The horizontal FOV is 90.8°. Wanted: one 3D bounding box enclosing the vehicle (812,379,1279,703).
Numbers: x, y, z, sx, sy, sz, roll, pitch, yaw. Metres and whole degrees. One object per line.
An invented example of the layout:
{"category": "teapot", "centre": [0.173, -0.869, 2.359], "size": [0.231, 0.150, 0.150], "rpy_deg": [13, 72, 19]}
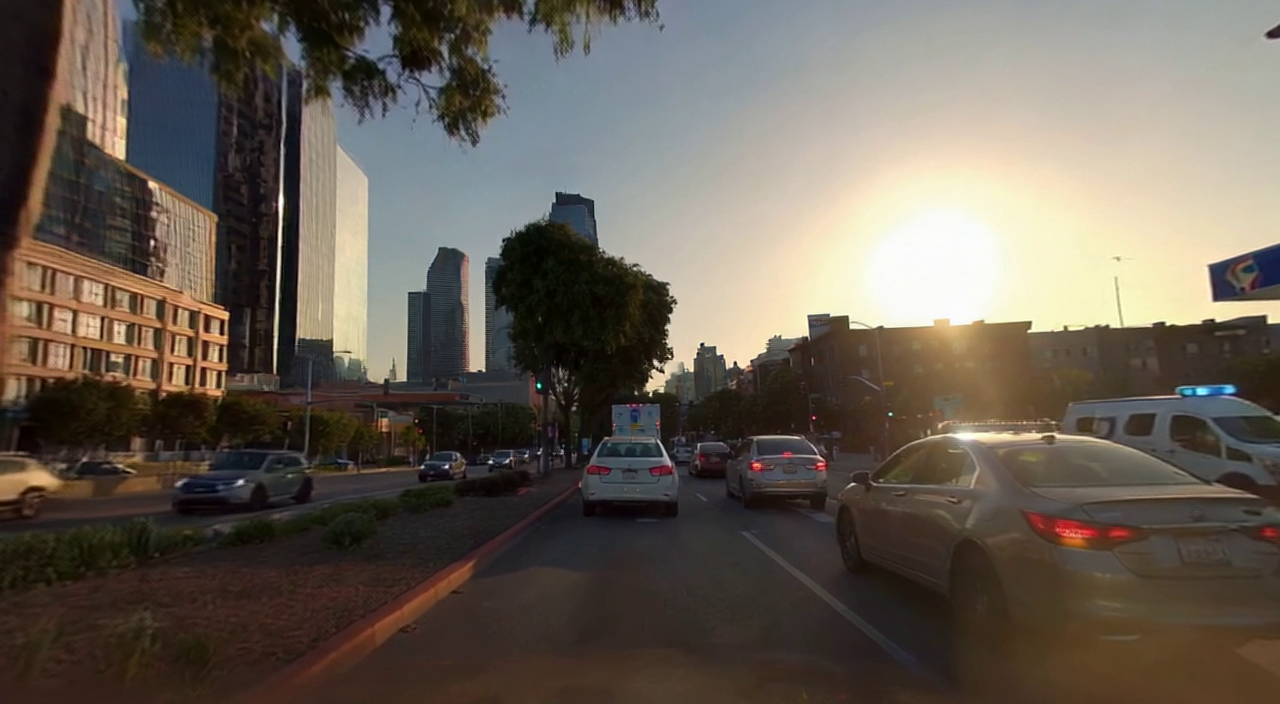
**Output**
{"category": "vehicle", "centre": [3.284, 1.324, 5.610], "size": [2.056, 1.700, 4.399], "rpy_deg": [0, -9, -3]}

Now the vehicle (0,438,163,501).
{"category": "vehicle", "centre": [-26.917, 5.596, 30.761], "size": [2.571, 2.711, 6.027], "rpy_deg": [0, -9, 0]}

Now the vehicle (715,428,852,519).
{"category": "vehicle", "centre": [2.947, 2.595, 13.969], "size": [1.995, 1.677, 4.106], "rpy_deg": [0, -9, -1]}

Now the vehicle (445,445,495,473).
{"category": "vehicle", "centre": [-11.359, 7.169, 42.497], "size": [2.083, 1.719, 4.497], "rpy_deg": [-1, -9, 1]}

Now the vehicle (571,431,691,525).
{"category": "vehicle", "centre": [-0.186, 2.491, 12.988], "size": [2.106, 1.613, 3.697], "rpy_deg": [0, -9, -1]}

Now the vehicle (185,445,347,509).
{"category": "vehicle", "centre": [-11.059, 3.680, 19.197], "size": [2.055, 1.663, 4.637], "rpy_deg": [0, -9, 0]}
